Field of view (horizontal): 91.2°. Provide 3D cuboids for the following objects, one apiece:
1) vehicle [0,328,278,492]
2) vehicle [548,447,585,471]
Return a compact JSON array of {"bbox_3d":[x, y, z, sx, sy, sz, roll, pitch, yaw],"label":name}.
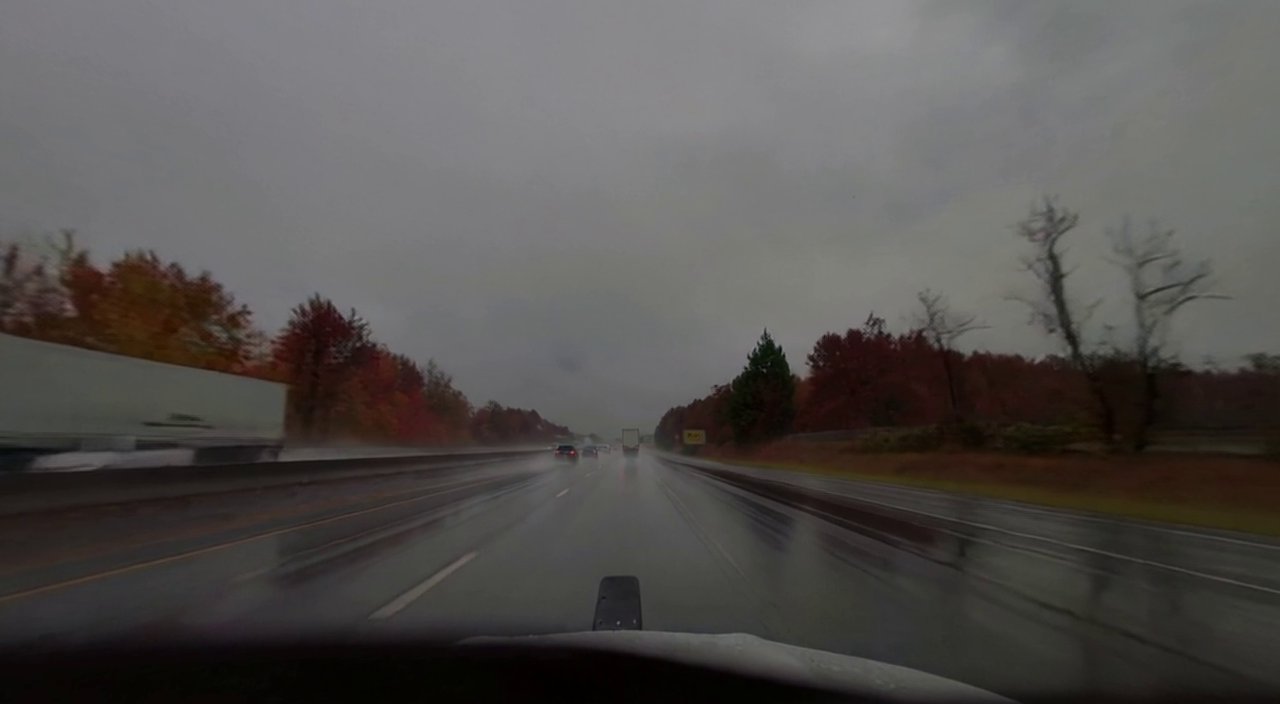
[{"bbox_3d":[-17.639,2.293,20.929,2.917,4.076,14.027,0,-9,-1],"label":"vehicle"},{"bbox_3d":[-4.714,6.911,40.647,1.963,1.475,3.665,0,-9,-1],"label":"vehicle"}]
